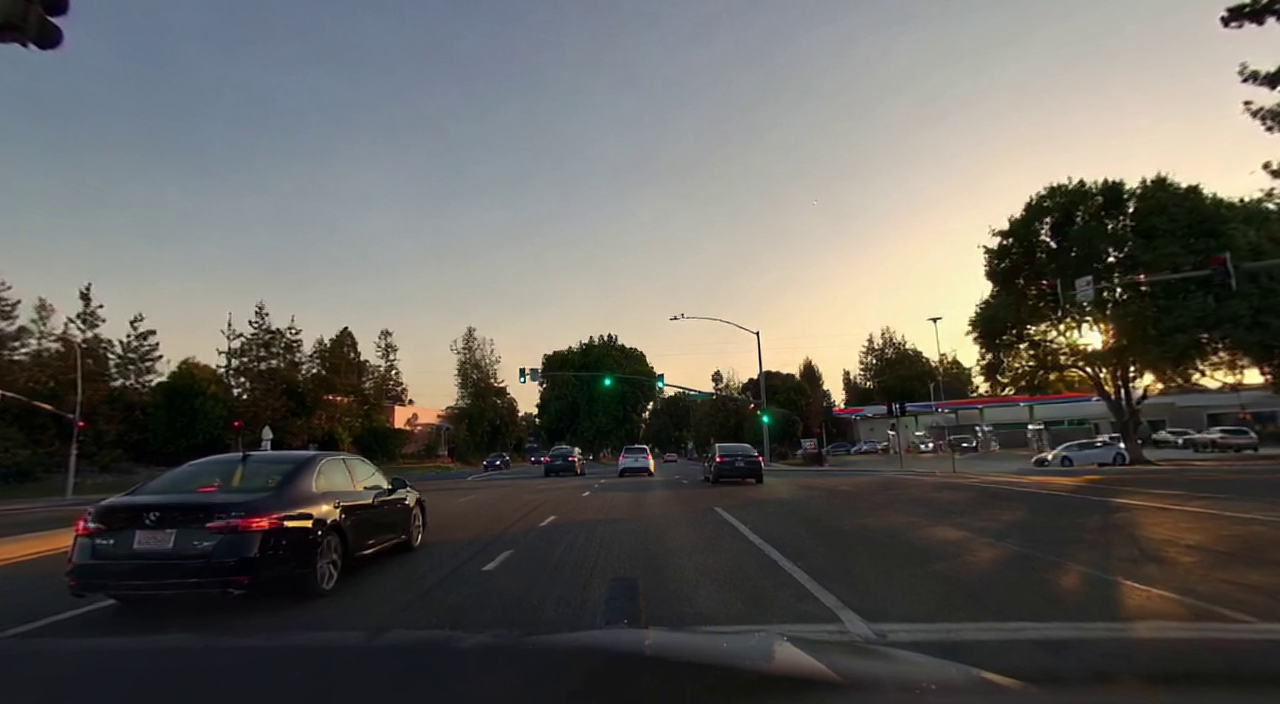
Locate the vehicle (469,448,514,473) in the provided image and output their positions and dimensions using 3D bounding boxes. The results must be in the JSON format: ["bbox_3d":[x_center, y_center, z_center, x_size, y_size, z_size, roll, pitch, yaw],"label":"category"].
[{"bbox_3d":[-11.331,8.301,48.426,2.130,1.672,4.549,-3,-8,3],"label":"vehicle"}]

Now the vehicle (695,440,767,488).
[{"bbox_3d":[3.046,3.832,21.919,1.883,1.465,3.975,0,-8,0],"label":"vehicle"}]

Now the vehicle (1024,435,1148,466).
[{"bbox_3d":[21.444,4.761,30.402,4.573,1.419,1.840,0,-8,-1],"label":"vehicle"}]

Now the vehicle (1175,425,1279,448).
[{"bbox_3d":[40.423,5.867,43.633,1.951,1.456,5.492,1,-8,0],"label":"vehicle"}]

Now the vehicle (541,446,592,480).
[{"bbox_3d":[-3.388,5.172,29.769,1.841,1.474,4.038,0,-8,1],"label":"vehicle"}]

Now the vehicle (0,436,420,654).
[{"bbox_3d":[-3.999,1.640,6.561,1.803,1.463,4.422,0,-8,0],"label":"vehicle"}]

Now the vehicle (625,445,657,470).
[{"bbox_3d":[0.051,6.606,39.555,1.934,1.470,3.988,0,-8,0],"label":"vehicle"}]
